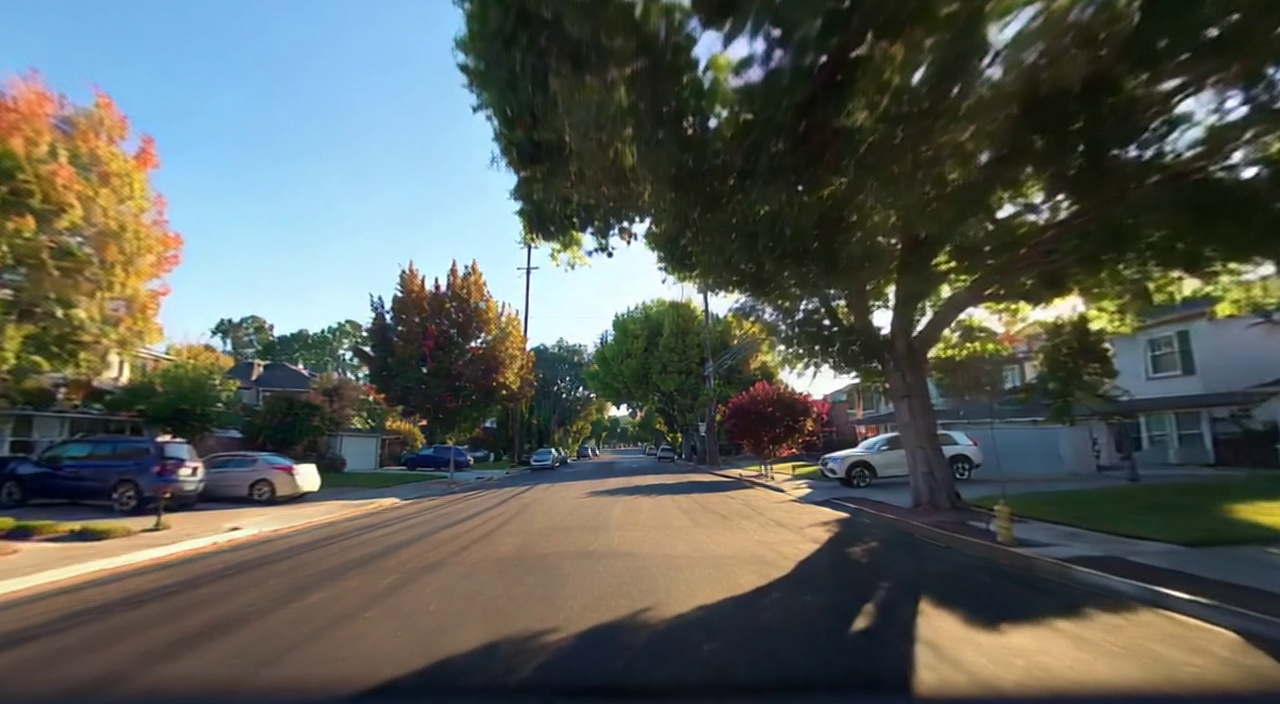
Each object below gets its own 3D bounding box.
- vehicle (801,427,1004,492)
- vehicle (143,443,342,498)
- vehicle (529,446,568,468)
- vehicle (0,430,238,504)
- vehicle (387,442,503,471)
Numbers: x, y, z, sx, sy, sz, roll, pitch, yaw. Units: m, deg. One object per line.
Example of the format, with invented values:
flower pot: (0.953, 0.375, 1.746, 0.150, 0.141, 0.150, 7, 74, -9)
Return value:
vehicle: (8.936, 3.669, 21.968, 5.890, 1.896, 2.459, -2, -7, -1)
vehicle: (-11.313, 3.383, 18.262, 4.371, 1.482, 1.954, 0, -9, -2)
vehicle: (-6.699, 7.715, 46.753, 2.208, 1.491, 5.089, 0, -8, -1)
vehicle: (-13.185, 2.863, 15.904, 4.529, 1.704, 2.296, 0, -9, -1)
vehicle: (-12.375, 6.658, 40.558, 6.619, 1.759, 2.632, 0, -8, -2)
